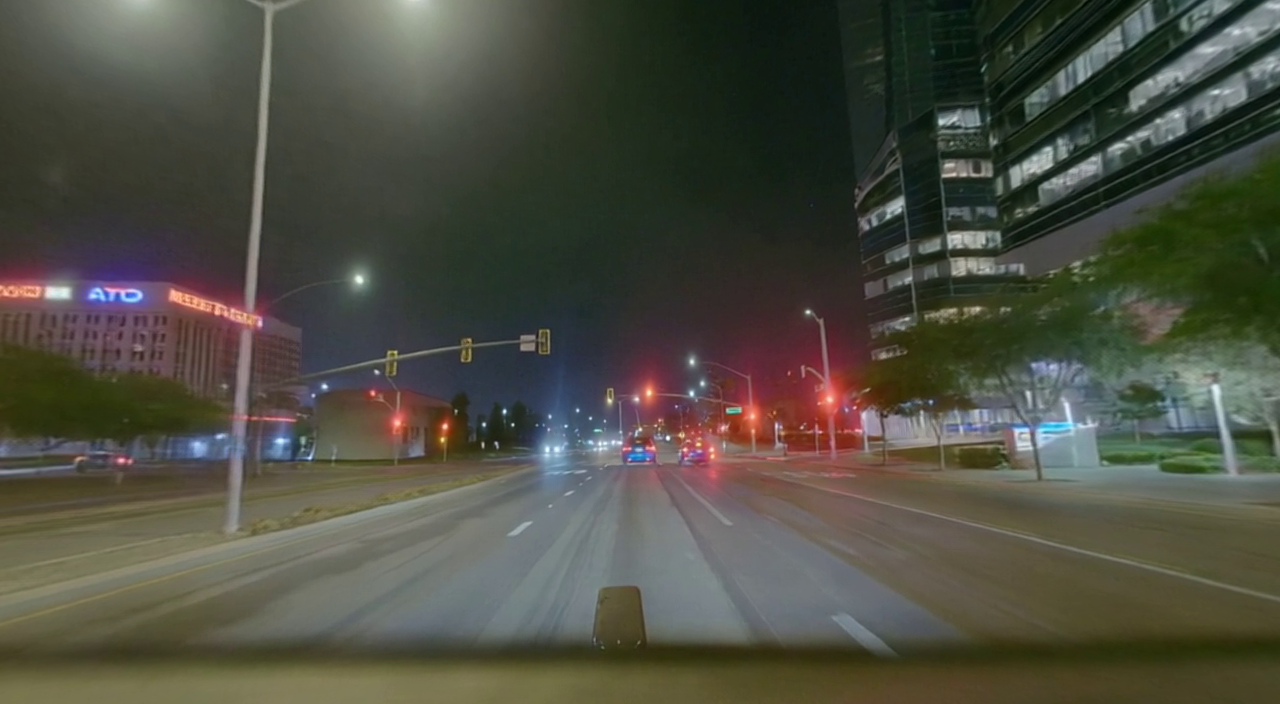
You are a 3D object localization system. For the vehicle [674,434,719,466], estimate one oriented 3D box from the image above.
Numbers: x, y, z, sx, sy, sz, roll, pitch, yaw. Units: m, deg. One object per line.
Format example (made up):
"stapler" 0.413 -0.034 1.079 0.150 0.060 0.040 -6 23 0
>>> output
"vehicle" 3.276 5.792 37.508 2.107 1.736 4.228 0 -8 -2

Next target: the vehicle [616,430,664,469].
"vehicle" -0.082 5.285 34.289 2.413 1.939 4.716 0 -8 -2
